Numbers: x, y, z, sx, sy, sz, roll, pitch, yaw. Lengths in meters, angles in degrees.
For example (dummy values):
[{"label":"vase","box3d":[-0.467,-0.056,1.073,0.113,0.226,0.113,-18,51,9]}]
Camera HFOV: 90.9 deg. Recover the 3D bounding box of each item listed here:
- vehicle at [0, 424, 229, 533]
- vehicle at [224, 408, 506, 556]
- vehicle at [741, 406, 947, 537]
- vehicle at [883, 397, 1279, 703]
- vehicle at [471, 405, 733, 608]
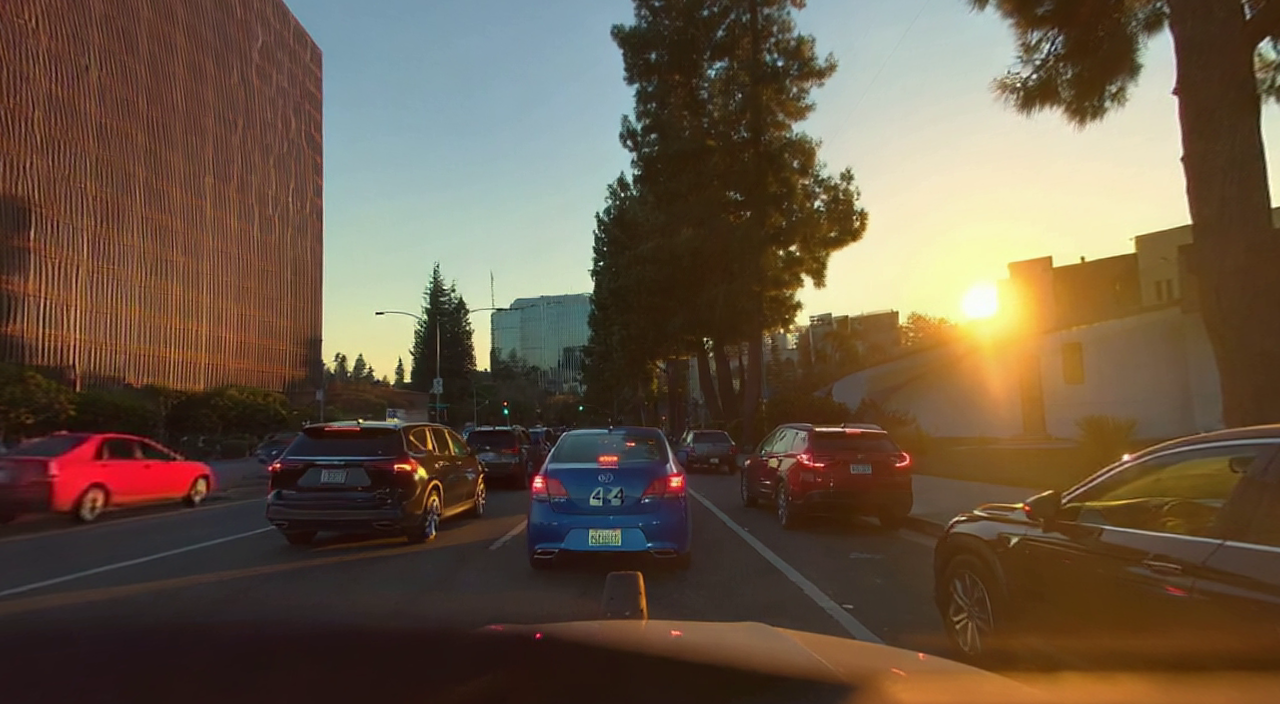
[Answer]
[{"label":"vehicle","box3d":[-10.440,2.314,12.159,1.938,1.682,4.498,0,-8,0]},{"label":"vehicle","box3d":[-3.761,1.886,9.889,2.141,1.718,4.809,0,-8,1]},{"label":"vehicle","box3d":[3.337,2.085,11.536,2.117,1.879,4.715,0,-8,-1]},{"label":"vehicle","box3d":[3.236,1.068,3.366,2.045,1.459,4.462,0,-8,-1]},{"label":"vehicle","box3d":[-0.356,1.584,7.418,2.114,1.631,4.459,0,-8,-1]}]
